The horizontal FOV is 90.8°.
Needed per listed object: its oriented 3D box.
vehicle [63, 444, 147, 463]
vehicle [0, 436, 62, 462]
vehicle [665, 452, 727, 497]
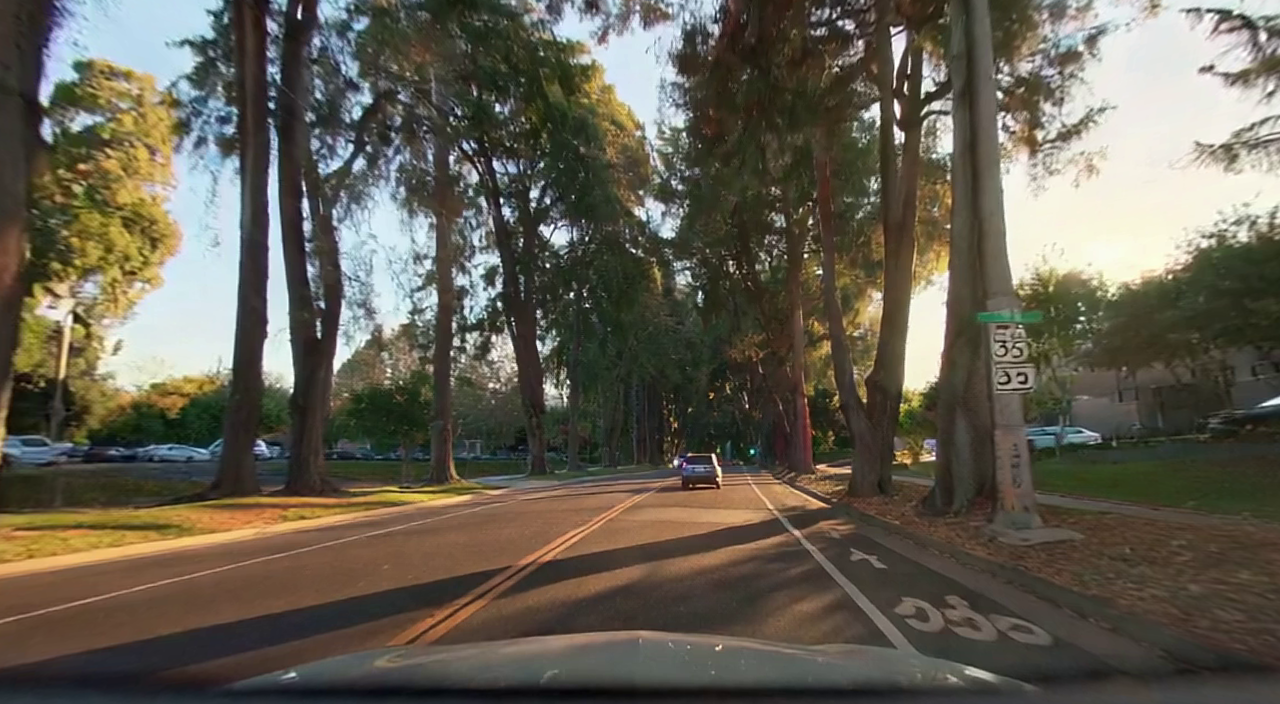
[{"bbox_3d":[-42.185,8.010,49.965,1.767,1.427,4.868,-2,-9,13],"label":"vehicle"},{"bbox_3d":[-43.595,6.746,43.795,1.890,1.694,4.877,-2,-9,13],"label":"vehicle"},{"bbox_3d":[2.282,4.707,24.661,2.152,1.574,4.223,-2,-9,8],"label":"vehicle"}]
